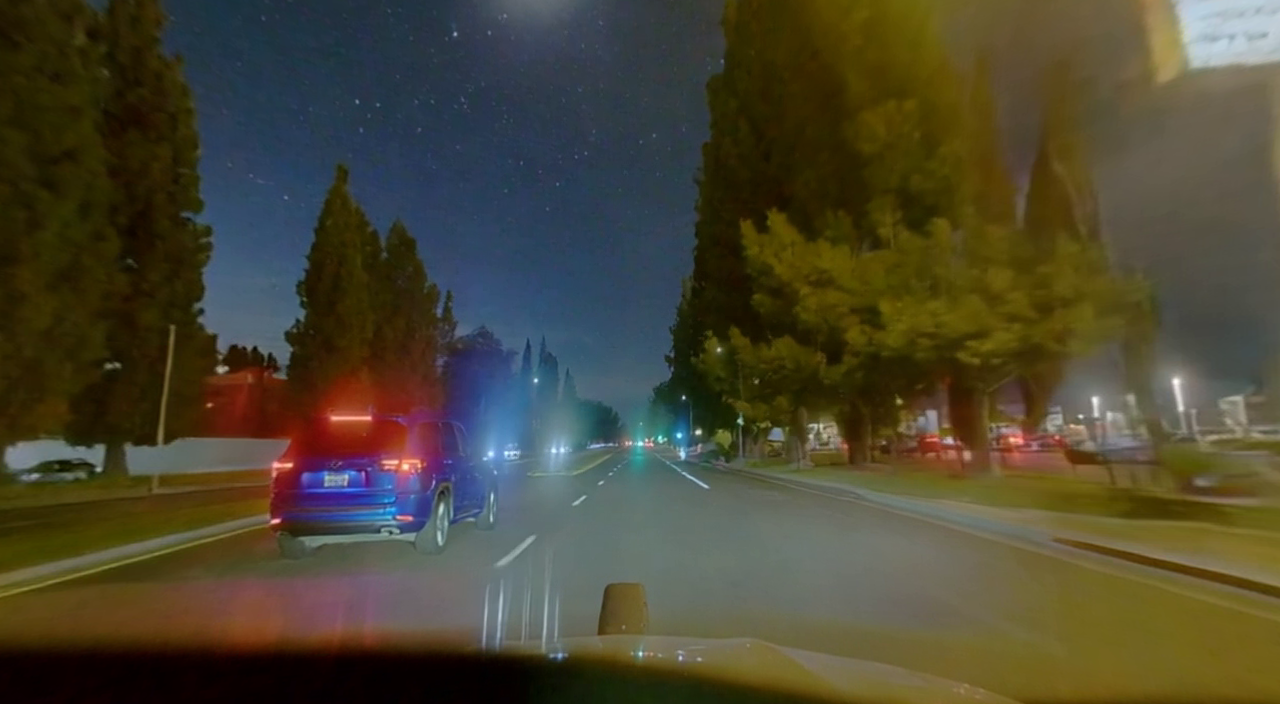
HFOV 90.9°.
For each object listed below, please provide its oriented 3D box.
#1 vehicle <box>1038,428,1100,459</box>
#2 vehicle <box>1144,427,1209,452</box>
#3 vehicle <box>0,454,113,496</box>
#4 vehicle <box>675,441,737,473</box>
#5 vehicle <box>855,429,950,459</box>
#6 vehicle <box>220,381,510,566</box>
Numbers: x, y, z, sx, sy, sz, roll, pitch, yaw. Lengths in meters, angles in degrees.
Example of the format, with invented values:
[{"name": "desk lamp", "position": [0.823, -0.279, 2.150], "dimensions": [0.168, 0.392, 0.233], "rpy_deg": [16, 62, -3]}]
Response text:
[{"name": "vehicle", "position": [26.831, 5.762, 39.555], "dimensions": [1.993, 1.806, 4.813], "rpy_deg": [-3, -9, 20]}, {"name": "vehicle", "position": [36.774, 6.010, 43.336], "dimensions": [1.982, 1.611, 4.314], "rpy_deg": [-4, -9, 21]}, {"name": "vehicle", "position": [-25.586, 5.228, 26.980], "dimensions": [4.238, 1.584, 1.949], "rpy_deg": [3, -9, -28]}, {"name": "vehicle", "position": [3.256, 5.283, 31.952], "dimensions": [1.919, 1.472, 4.470], "rpy_deg": [1, -9, -10]}, {"name": "vehicle", "position": [15.352, 5.412, 36.997], "dimensions": [4.705, 1.630, 1.887], "rpy_deg": [-8, -11, 41]}, {"name": "vehicle", "position": [-3.449, 1.644, 9.162], "dimensions": [2.152, 1.987, 4.527], "rpy_deg": [0, -9, 0]}]
